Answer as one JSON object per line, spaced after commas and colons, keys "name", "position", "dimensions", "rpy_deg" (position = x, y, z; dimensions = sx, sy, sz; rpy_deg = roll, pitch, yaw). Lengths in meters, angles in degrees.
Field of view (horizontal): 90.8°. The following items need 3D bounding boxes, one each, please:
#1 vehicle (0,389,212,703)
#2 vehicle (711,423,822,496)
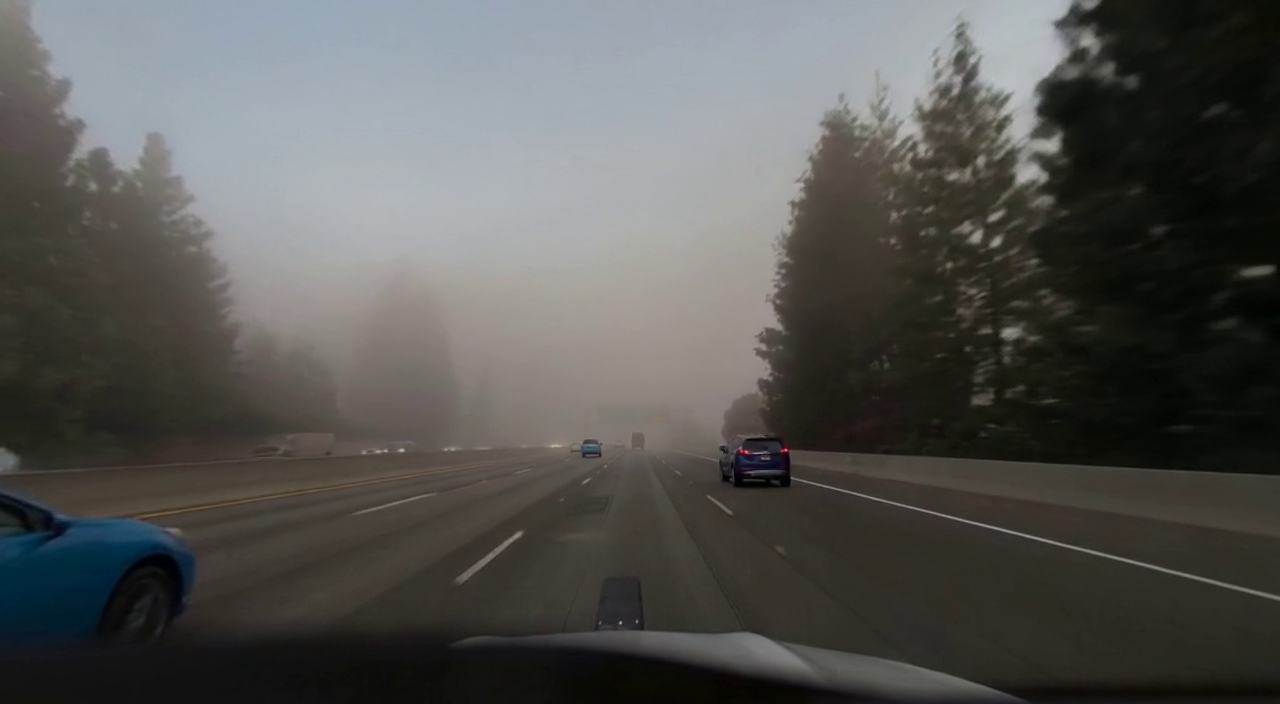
{"name": "vehicle", "position": [-4.005, 0.797, 1.799], "dimensions": [2.118, 1.573, 4.940], "rpy_deg": [0, -9, 0]}
{"name": "vehicle", "position": [3.243, 2.860, 17.093], "dimensions": [2.053, 1.714, 4.097], "rpy_deg": [0, -9, -1]}
